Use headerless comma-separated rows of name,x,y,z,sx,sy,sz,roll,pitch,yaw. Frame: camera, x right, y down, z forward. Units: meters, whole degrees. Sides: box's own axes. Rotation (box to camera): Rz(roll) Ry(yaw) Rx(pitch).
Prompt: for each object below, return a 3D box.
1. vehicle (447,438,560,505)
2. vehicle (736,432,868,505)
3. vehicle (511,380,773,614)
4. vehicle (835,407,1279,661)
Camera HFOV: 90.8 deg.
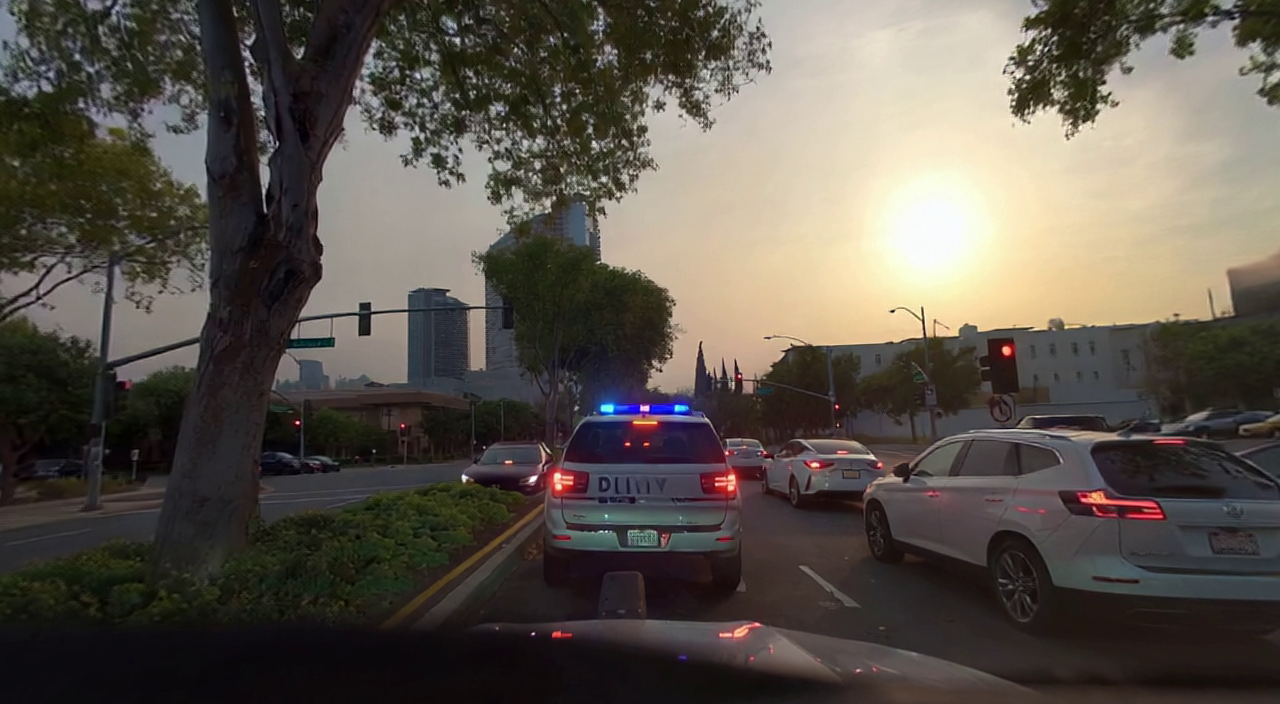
vehicle,-3.316,2.984,16.212,1.913,1.464,4.276,0,-8,0
vehicle,3.634,2.700,15.058,1.940,1.474,4.234,0,-8,-1
vehicle,-0.032,1.461,7.273,2.038,1.819,4.505,0,-8,-1
vehicle,3.640,1.411,6.081,1.995,1.483,4.533,0,-8,-1
